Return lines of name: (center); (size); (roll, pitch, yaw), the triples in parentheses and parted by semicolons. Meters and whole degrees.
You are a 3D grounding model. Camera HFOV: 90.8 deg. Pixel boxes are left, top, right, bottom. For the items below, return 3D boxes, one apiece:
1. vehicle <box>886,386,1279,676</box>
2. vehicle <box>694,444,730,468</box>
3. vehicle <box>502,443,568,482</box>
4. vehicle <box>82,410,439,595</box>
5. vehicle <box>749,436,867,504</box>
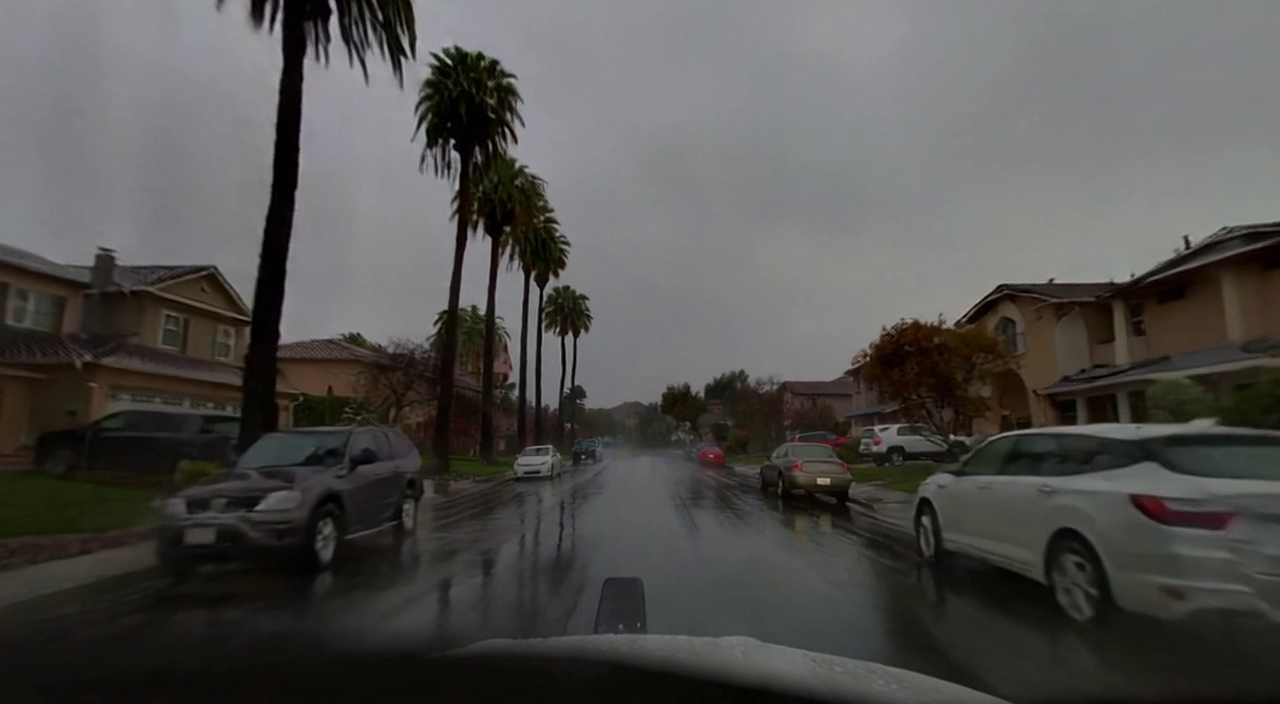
vehicle: (4.127, 1.345, 5.840); (2.072, 1.685, 4.160); (0, -8, 1)
vehicle: (4.725, 6.916, 42.114); (1.867, 1.480, 4.678); (0, -8, 1)
vehicle: (-4.326, 4.674, 26.825); (2.080, 1.479, 4.531); (0, -10, -1)
vehicle: (-4.582, 1.802, 8.798); (2.147, 1.823, 4.725); (0, -7, -2)
vehicle: (4.301, 3.080, 16.936); (1.987, 1.567, 4.112); (0, -8, 0)
